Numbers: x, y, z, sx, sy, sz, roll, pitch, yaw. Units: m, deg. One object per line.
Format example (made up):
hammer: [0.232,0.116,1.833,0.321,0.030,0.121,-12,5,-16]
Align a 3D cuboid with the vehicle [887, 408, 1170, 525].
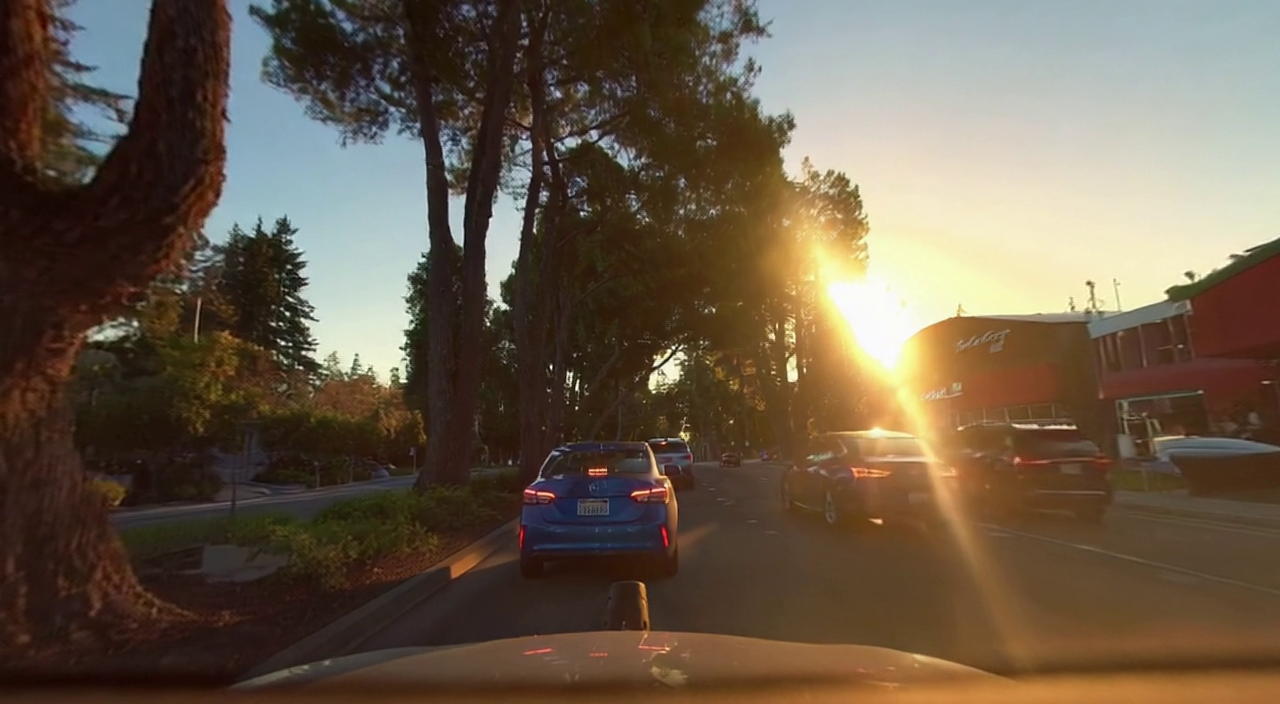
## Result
vehicle: [7.270,2.237,12.759,2.253,1.854,5.409,0,-9,0]

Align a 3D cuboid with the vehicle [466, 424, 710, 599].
vehicle: [-0.480,1.693,7.532,2.111,1.506,4.018,0,-9,-1]

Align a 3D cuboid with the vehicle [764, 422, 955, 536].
vehicle: [3.631,2.176,11.338,1.946,1.648,4.230,0,-9,1]
